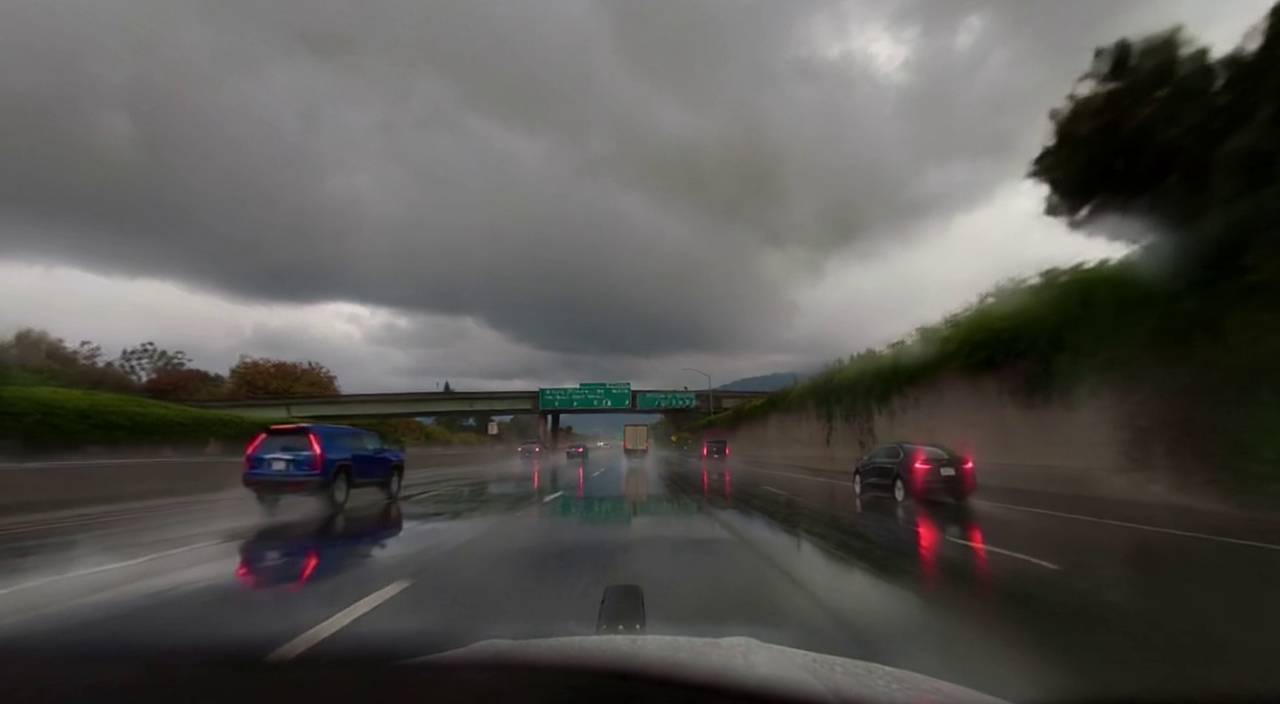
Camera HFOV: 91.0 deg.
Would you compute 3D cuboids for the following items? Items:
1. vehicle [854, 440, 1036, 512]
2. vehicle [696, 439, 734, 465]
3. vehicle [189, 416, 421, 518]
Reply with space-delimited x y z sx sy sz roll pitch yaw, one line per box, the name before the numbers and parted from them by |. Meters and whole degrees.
vehicle | 7.300 2.992 15.763 2.075 1.510 4.569 1 -9 -3
vehicle | 5.858 7.903 49.910 2.220 1.898 4.752 1 -9 -3
vehicle | -6.673 2.365 13.422 2.179 1.753 4.999 0 -9 0
